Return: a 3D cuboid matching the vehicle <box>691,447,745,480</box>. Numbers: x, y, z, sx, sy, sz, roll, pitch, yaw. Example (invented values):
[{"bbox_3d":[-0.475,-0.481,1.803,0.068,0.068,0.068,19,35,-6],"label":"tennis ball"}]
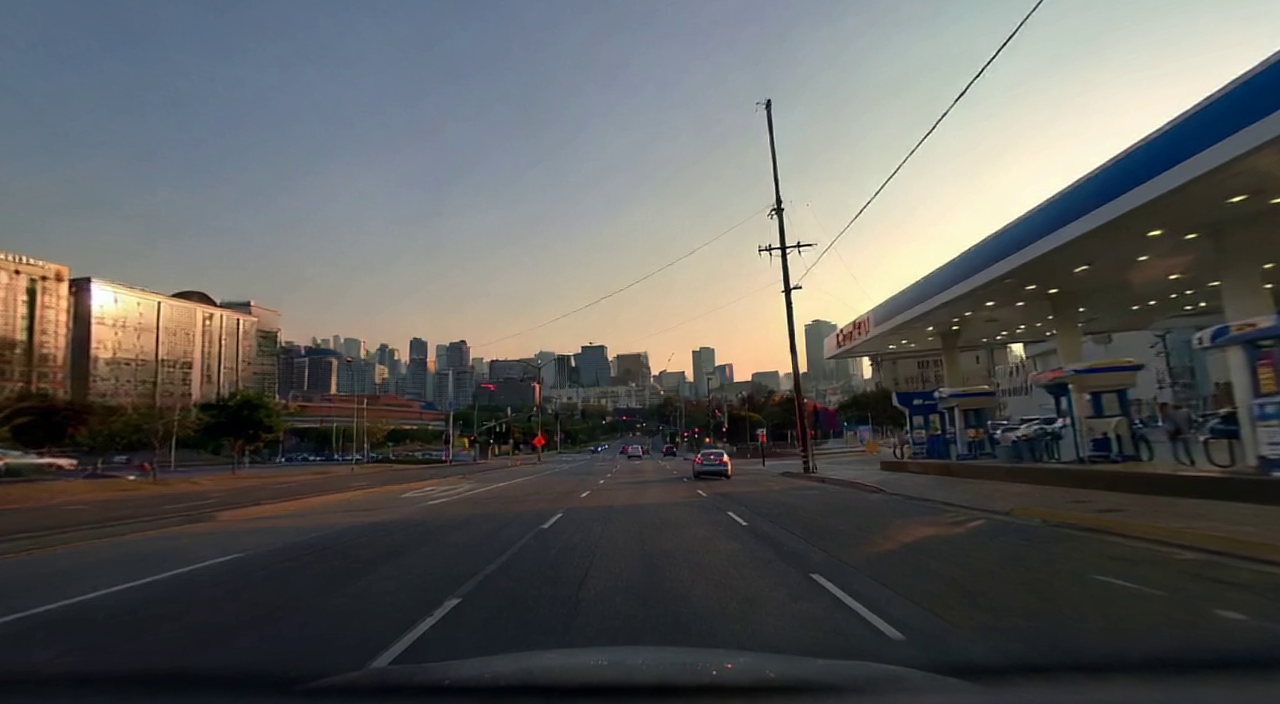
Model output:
[{"bbox_3d":[3.812,5.558,31.715,2.113,1.470,4.867,0,-8,0],"label":"vehicle"}]
